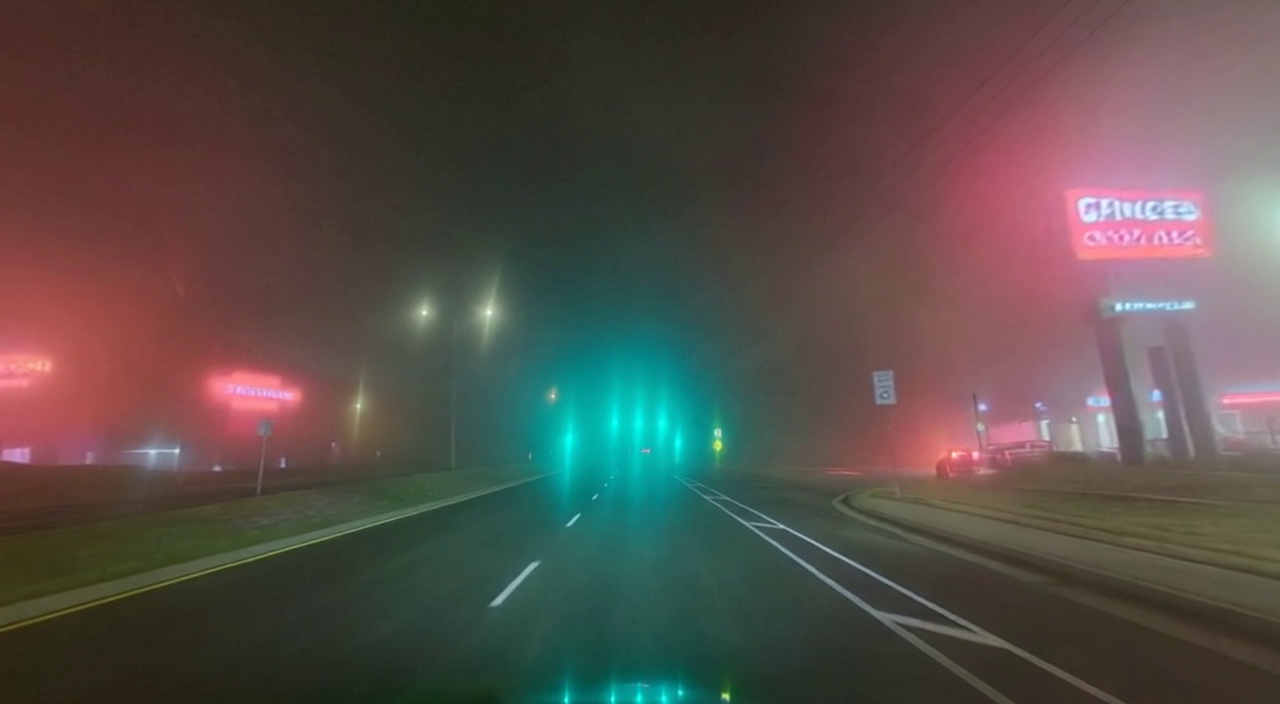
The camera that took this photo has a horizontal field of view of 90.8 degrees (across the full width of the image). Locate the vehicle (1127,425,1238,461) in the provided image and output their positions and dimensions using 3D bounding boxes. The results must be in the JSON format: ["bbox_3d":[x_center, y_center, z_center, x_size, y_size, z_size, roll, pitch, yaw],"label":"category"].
[{"bbox_3d":[31.093,5.290,36.458,1.966,1.767,4.697,-4,-10,-2],"label":"vehicle"}]
